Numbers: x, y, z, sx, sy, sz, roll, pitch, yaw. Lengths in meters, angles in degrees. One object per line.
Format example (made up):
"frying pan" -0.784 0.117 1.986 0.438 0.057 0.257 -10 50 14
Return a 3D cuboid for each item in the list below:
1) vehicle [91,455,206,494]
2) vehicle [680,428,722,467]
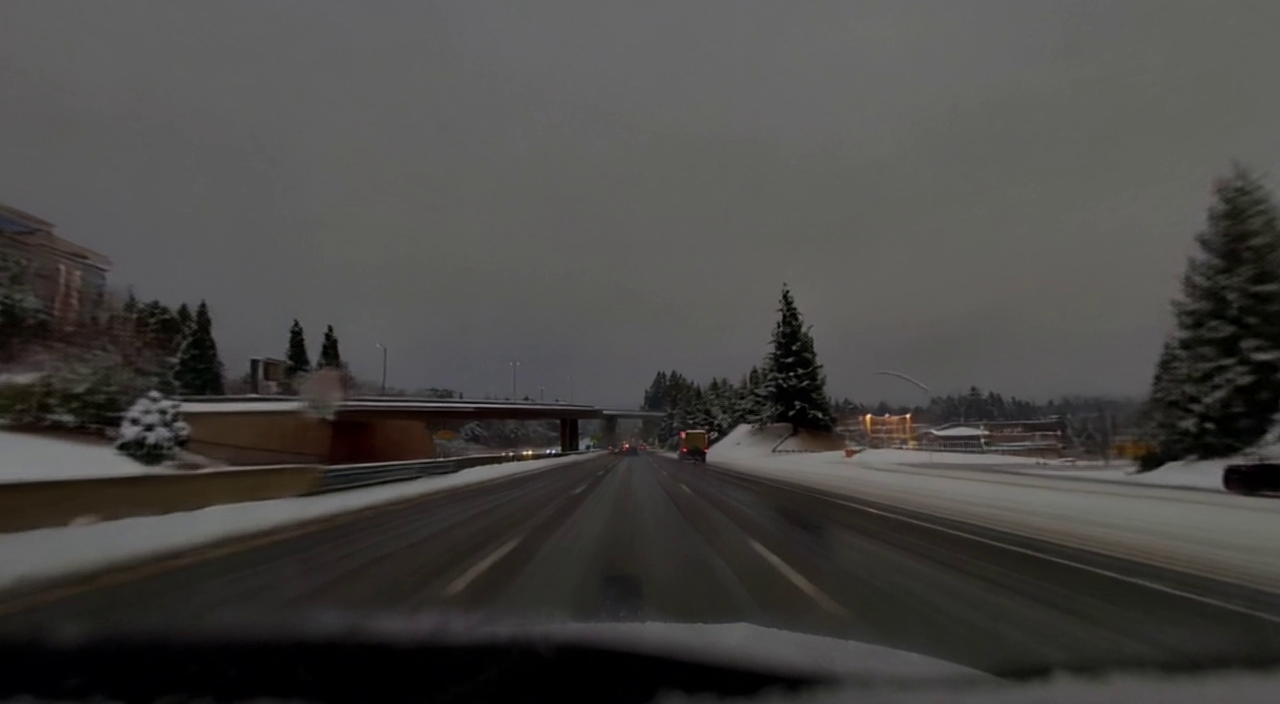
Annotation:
"vehicle" -23.167 5.774 30.029 1.911 1.641 4.276 0 -9 1
"vehicle" 4.433 7.084 46.902 2.576 2.670 5.494 0 -9 0
